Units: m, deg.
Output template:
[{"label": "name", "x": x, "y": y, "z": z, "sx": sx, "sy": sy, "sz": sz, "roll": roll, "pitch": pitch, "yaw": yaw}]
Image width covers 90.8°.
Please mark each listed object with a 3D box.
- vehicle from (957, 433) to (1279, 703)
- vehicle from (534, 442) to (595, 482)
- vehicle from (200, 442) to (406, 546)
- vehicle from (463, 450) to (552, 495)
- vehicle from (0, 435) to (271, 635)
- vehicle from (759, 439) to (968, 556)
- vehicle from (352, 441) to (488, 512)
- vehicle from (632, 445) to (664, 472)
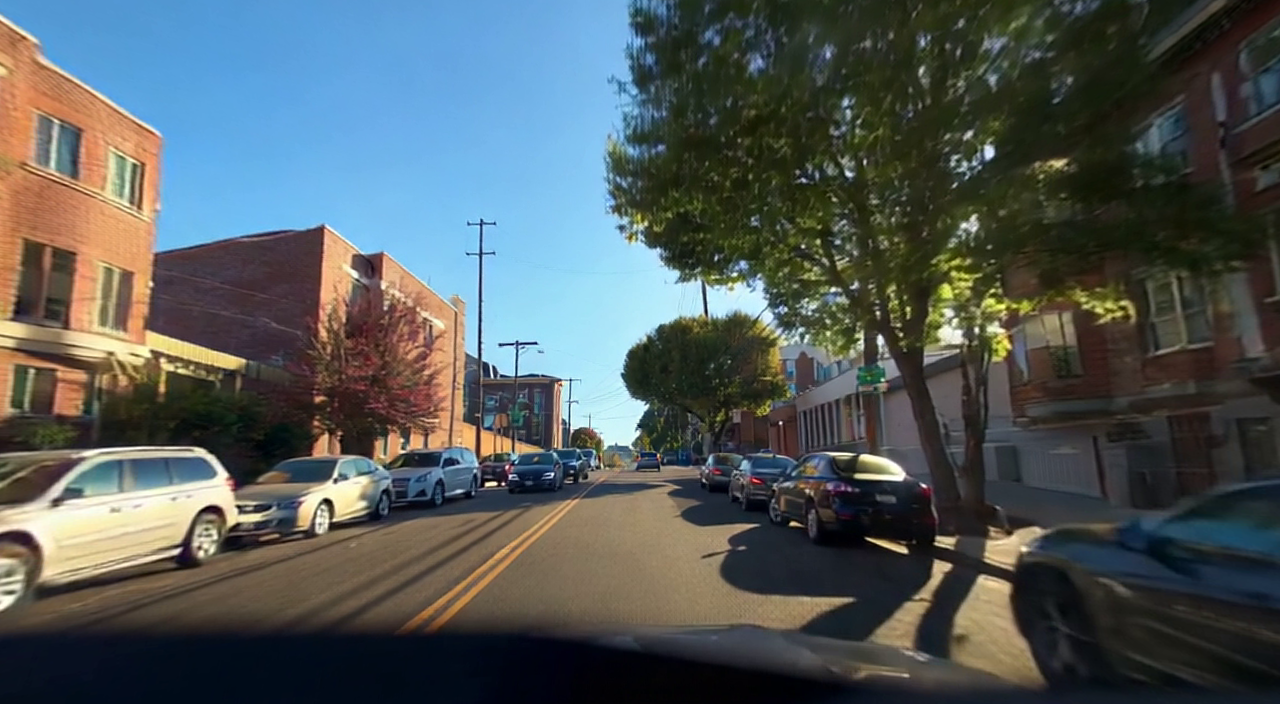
[{"label": "vehicle", "x": 3.318, "y": 1.040, "z": 2.357, "sx": 1.885, "sy": 1.464, "sz": 4.466, "roll": 0, "pitch": -8, "yaw": -1}, {"label": "vehicle", "x": -3.660, "y": 5.470, "z": 31.686, "sx": 2.236, "sy": 1.834, "sz": 4.743, "roll": -1, "pitch": -8, "yaw": 3}, {"label": "vehicle", "x": -6.658, "y": 2.787, "z": 13.196, "sx": 1.925, "sy": 1.759, "sz": 4.396, "roll": 0, "pitch": -8, "yaw": -1}, {"label": "vehicle", "x": -5.318, "y": 4.660, "z": 24.892, "sx": 1.994, "sy": 1.510, "sz": 4.802, "roll": 5, "pitch": -10, "yaw": -29}, {"label": "vehicle", "x": -6.736, "y": 1.903, "z": 7.453, "sx": 1.930, "sy": 1.756, "sz": 4.955, "roll": 0, "pitch": -8, "yaw": -3}, {"label": "vehicle", "x": 3.414, "y": 2.274, "z": 10.674, "sx": 1.895, "sy": 1.553, "sz": 4.235, "roll": 0, "pitch": -8, "yaw": -1}, {"label": "vehicle", "x": -6.649, "y": 3.798, "z": 20.022, "sx": 2.263, "sy": 1.882, "sz": 5.706, "roll": 0, "pitch": -8, "yaw": 0}, {"label": "vehicle", "x": 0.511, "y": 7.285, "z": 43.281, "sx": 2.059, "sy": 1.736, "sz": 3.994, "roll": 0, "pitch": -8, "yaw": 0}]
